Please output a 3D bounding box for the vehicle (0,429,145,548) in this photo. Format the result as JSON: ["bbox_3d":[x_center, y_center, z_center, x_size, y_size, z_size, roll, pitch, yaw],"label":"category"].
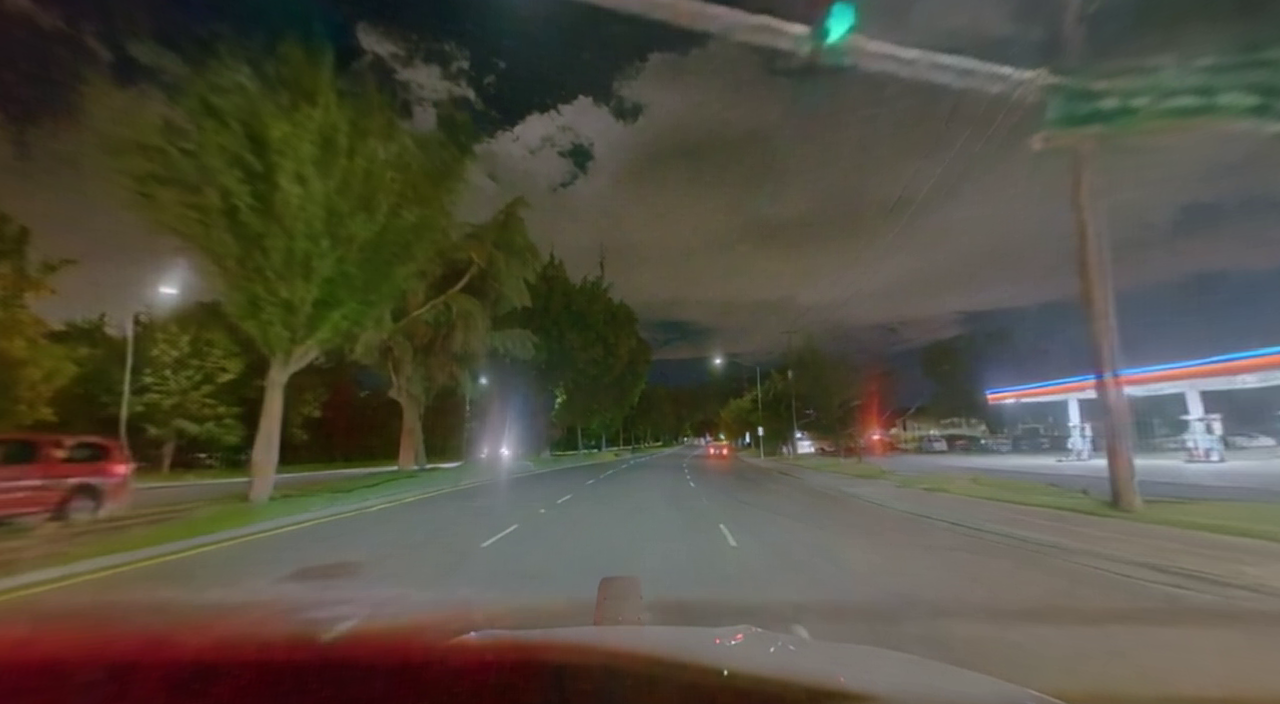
[{"bbox_3d":[-9.127,1.725,7.924,2.023,1.498,4.605,0,-9,1],"label":"vehicle"}]

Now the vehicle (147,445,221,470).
[{"bbox_3d":[-32.651,7.559,45.390,2.051,1.639,4.354,-2,-9,1],"label":"vehicle"}]

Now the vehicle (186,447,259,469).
[{"bbox_3d":[-29.943,7.624,45.480,1.884,1.490,4.627,-1,-9,3],"label":"vehicle"}]
